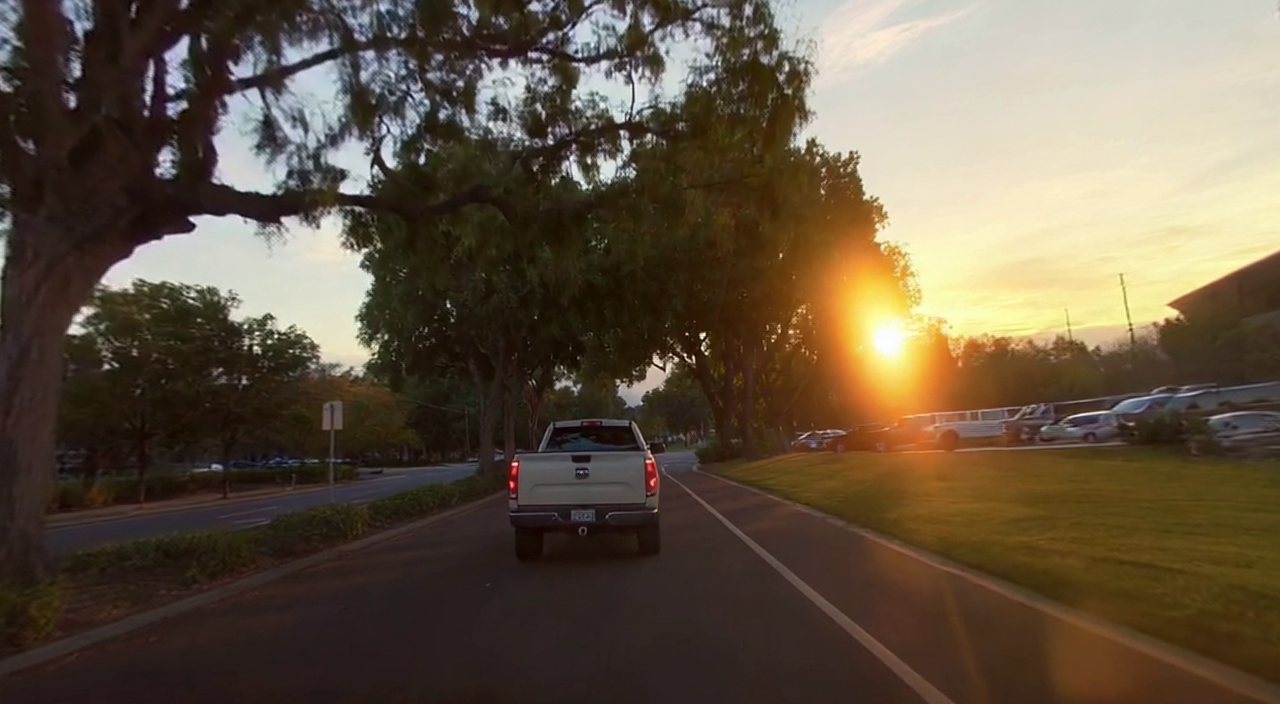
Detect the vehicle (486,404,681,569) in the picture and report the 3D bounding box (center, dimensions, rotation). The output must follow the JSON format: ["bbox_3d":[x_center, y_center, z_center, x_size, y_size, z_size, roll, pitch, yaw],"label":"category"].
[{"bbox_3d":[-0.585,1.867,9.597,2.157,1.816,5.039,0,-9,1],"label":"vehicle"}]
